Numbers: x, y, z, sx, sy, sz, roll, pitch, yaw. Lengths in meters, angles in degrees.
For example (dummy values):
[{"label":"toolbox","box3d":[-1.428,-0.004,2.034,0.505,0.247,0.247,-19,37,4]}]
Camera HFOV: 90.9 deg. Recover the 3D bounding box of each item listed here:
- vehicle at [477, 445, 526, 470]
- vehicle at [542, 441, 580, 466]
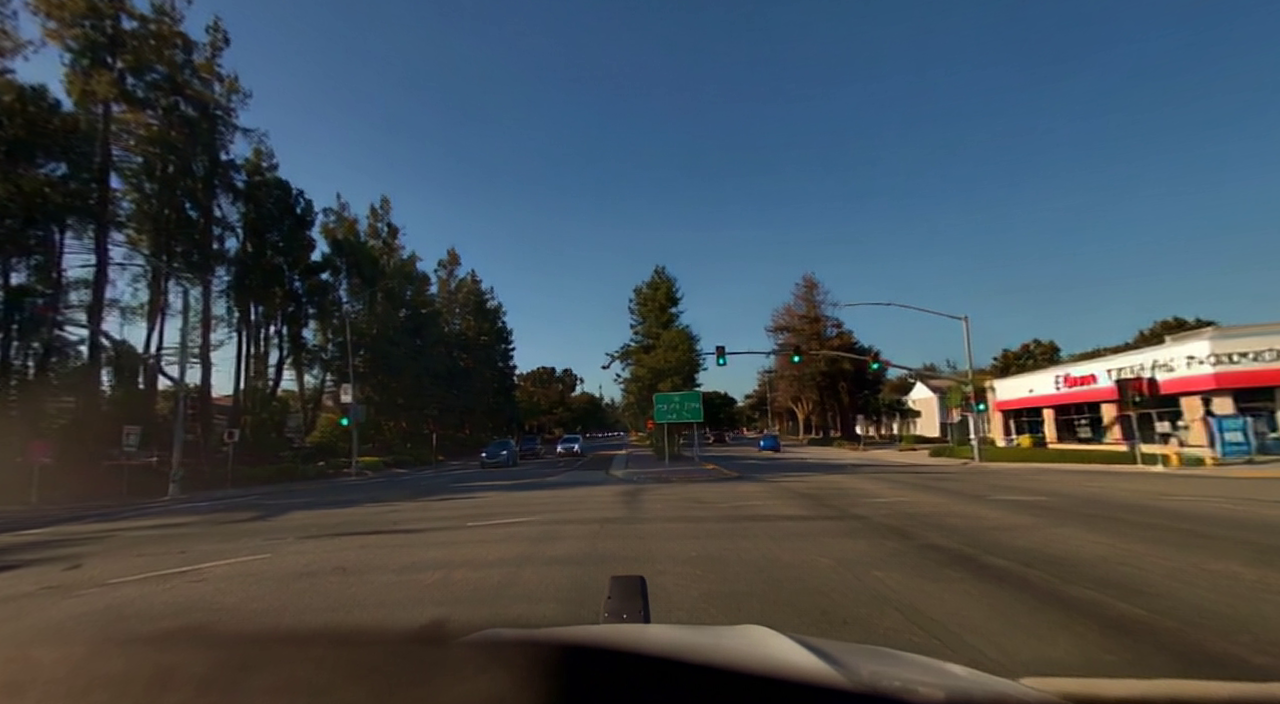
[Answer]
[{"label":"vehicle","box3d":[-8.952,6.845,41.163,2.111,1.499,4.371,0,-9,1]},{"label":"vehicle","box3d":[-5.189,6.762,42.066,1.920,1.546,4.086,0,-9,2]}]
